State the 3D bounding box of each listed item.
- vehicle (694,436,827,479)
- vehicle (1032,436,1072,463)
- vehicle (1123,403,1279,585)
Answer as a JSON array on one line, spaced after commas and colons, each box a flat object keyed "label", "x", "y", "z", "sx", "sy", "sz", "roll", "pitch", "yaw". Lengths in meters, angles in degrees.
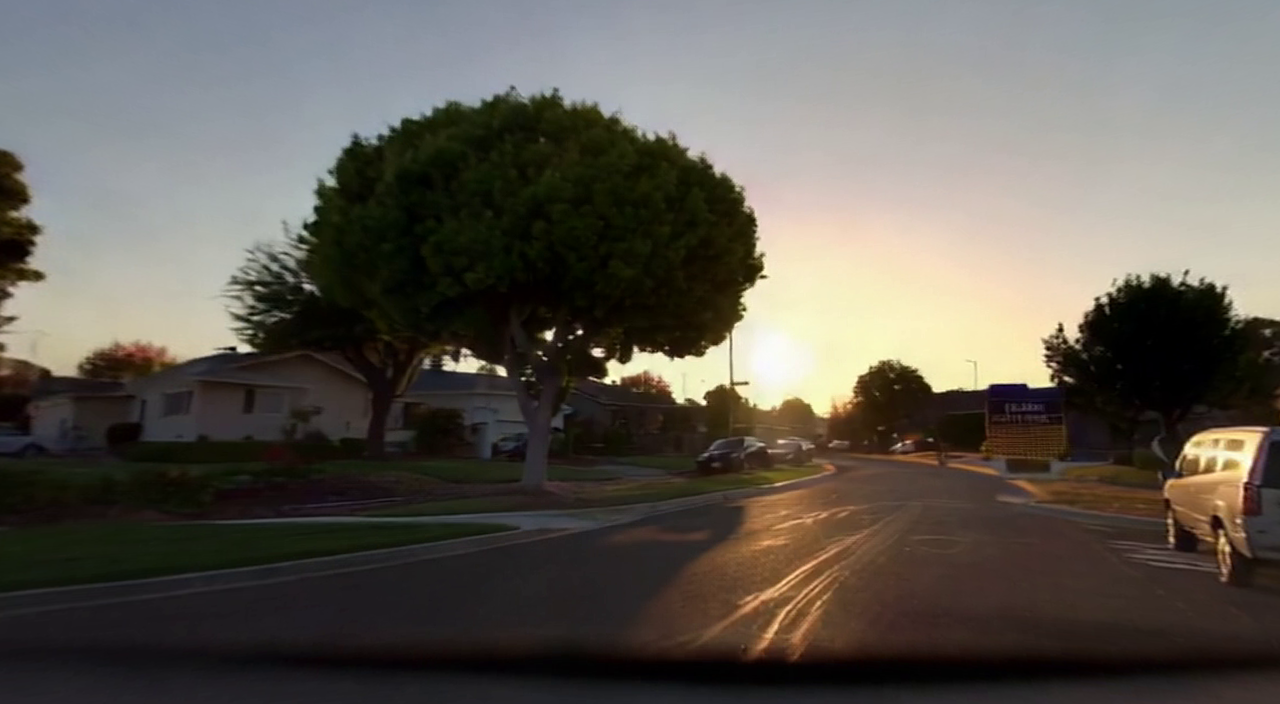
[{"label": "vehicle", "x": 4.623, "y": 4.118, "z": 24.778, "sx": 4.750, "sy": 1.559, "sz": 1.928, "roll": 0, "pitch": -9, "yaw": -2}, {"label": "vehicle", "x": 30.435, "y": 7.207, "z": 46.813, "sx": 2.051, "sy": 1.925, "sz": 4.625, "roll": -5, "pitch": -10, "yaw": 29}, {"label": "vehicle", "x": 8.093, "y": 1.732, "z": 8.367, "sx": 2.154, "sy": 1.855, "sz": 4.689, "roll": -5, "pitch": -10, "yaw": 32}]
